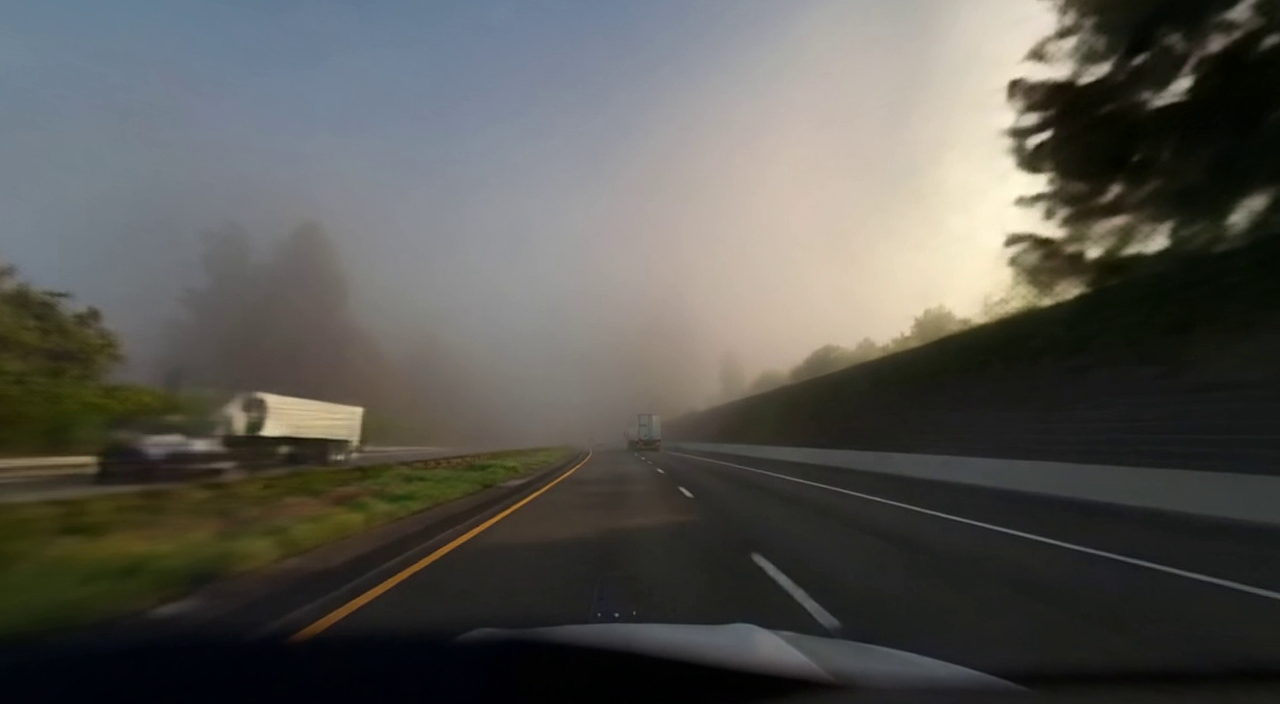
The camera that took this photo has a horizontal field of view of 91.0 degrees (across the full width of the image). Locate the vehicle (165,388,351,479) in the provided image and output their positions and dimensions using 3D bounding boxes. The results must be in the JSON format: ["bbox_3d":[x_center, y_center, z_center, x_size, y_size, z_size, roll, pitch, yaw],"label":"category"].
[{"bbox_3d":[-13.491,3.020,23.057,2.675,2.788,6.642,-1,-8,-1],"label":"vehicle"}]

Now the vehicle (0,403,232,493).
[{"bbox_3d":[-13.222,2.448,16.249,2.281,1.942,4.778,0,-8,-2],"label":"vehicle"}]
